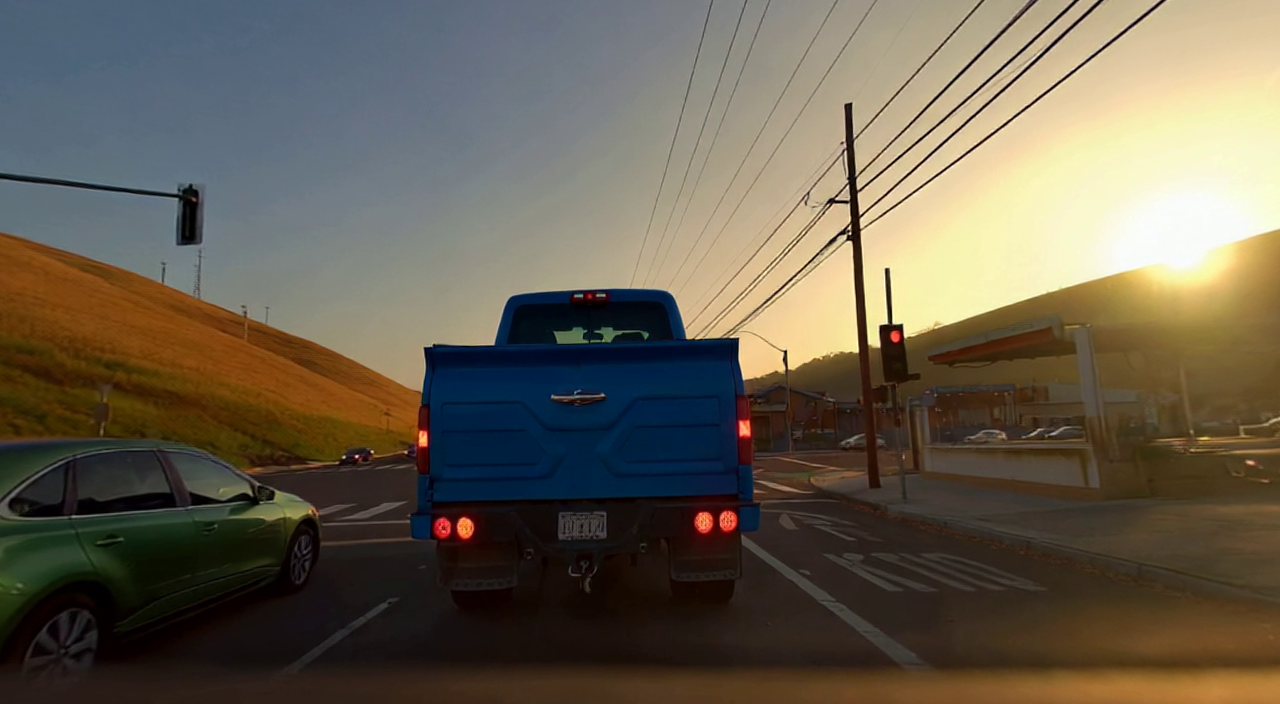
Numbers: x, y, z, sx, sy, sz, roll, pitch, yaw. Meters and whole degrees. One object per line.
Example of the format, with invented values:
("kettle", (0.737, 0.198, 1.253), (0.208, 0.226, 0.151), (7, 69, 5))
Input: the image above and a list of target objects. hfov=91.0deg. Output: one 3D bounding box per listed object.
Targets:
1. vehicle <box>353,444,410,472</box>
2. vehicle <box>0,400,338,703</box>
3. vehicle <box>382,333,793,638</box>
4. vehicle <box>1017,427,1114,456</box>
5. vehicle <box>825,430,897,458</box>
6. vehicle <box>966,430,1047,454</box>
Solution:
("vehicle", (-17.106, 7.020, 41.928), (2.133, 1.690, 4.331), (0, -9, -3))
("vehicle", (-3.956, 1.193, 3.994), (2.017, 1.555, 4.150), (-1, -9, 0))
("vehicle", (-0.418, 1.326, 7.220), (2.859, 2.144, 5.406), (0, -9, -1))
("vehicle", (25.577, 5.397, 37.932), (4.419, 1.496, 1.854), (-2, -9, 1))
("vehicle", (16.498, 6.832, 46.793), (6.346, 1.917, 2.360), (8, -12, -43))
("vehicle", (27.640, 6.775, 47.489), (5.021, 1.757, 2.012), (1, -9, -8))
